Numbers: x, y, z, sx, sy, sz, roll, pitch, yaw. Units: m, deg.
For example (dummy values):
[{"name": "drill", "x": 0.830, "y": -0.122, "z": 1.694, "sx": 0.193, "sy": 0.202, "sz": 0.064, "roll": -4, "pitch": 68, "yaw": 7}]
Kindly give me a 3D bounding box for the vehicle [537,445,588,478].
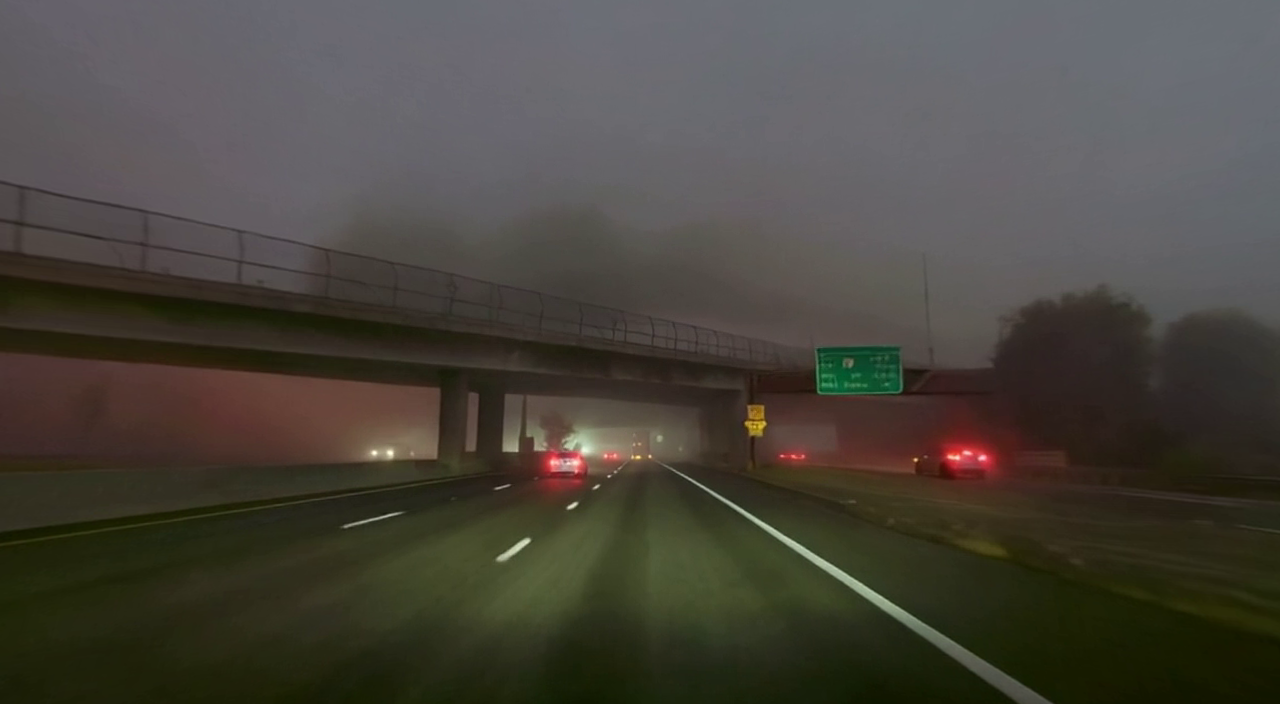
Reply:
[{"name": "vehicle", "x": -3.863, "y": 5.544, "z": 32.177, "sx": 2.070, "sy": 1.564, "sz": 4.145, "roll": 0, "pitch": -9, "yaw": 0}]
